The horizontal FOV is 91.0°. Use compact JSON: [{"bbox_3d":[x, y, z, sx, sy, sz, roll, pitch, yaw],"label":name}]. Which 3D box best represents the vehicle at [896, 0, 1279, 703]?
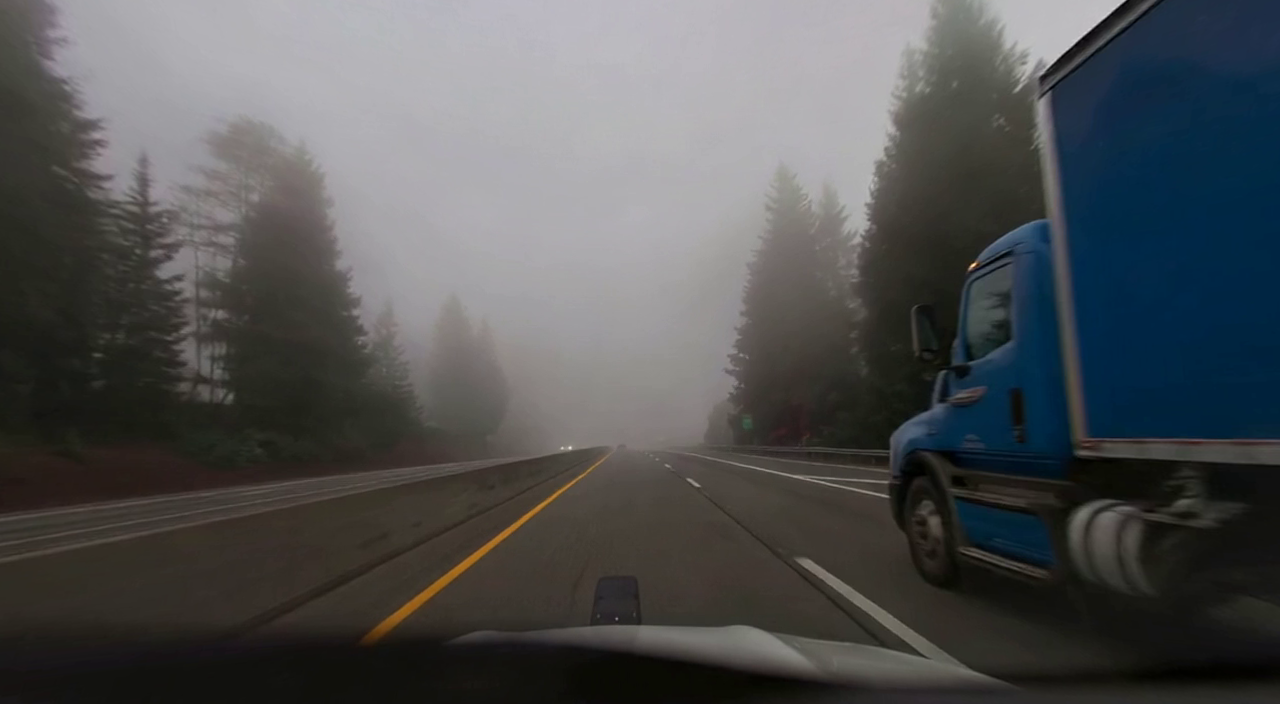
[{"bbox_3d":[4.077,-0.374,0.926,2.948,3.586,10.177,0,-8,-1],"label":"vehicle"}]
